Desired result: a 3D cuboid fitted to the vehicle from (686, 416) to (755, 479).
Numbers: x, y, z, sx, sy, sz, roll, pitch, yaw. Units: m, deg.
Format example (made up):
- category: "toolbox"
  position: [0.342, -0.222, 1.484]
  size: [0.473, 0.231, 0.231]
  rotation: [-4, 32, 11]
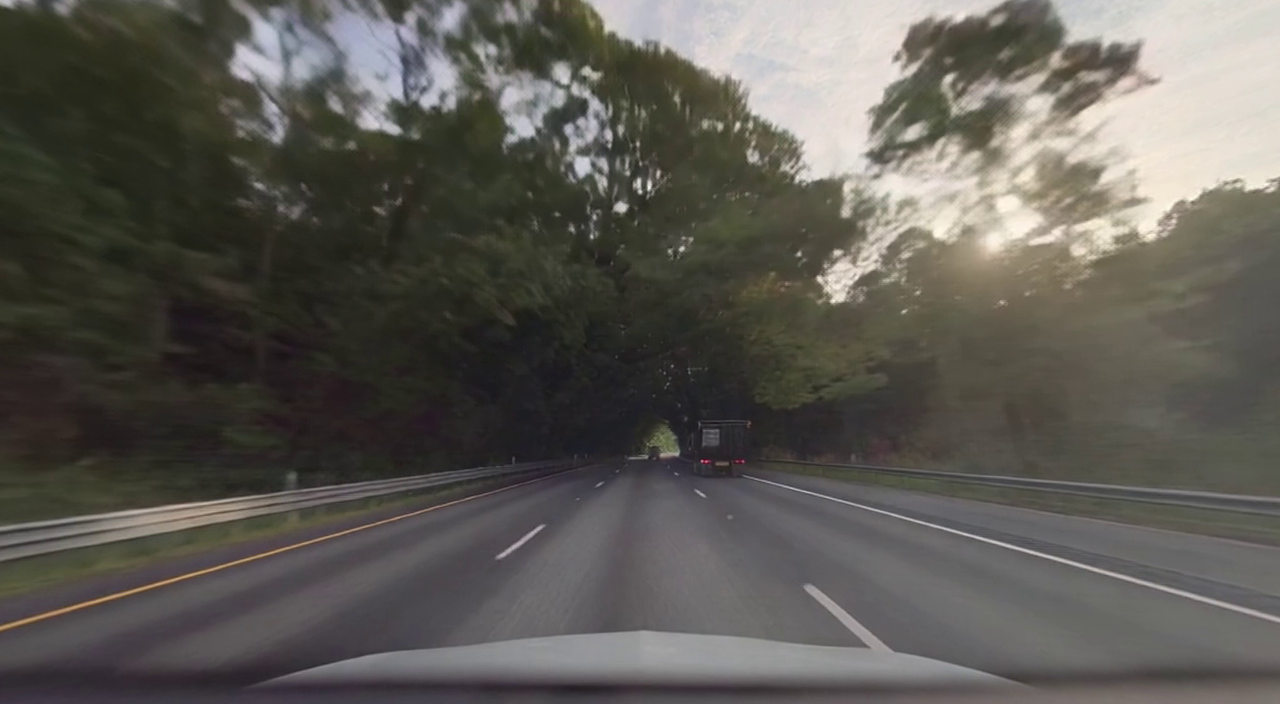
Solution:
- category: "vehicle"
  position: [3.844, 4.776, 31.492]
  size: [2.572, 2.795, 5.978]
  rotation: [0, -9, -1]
